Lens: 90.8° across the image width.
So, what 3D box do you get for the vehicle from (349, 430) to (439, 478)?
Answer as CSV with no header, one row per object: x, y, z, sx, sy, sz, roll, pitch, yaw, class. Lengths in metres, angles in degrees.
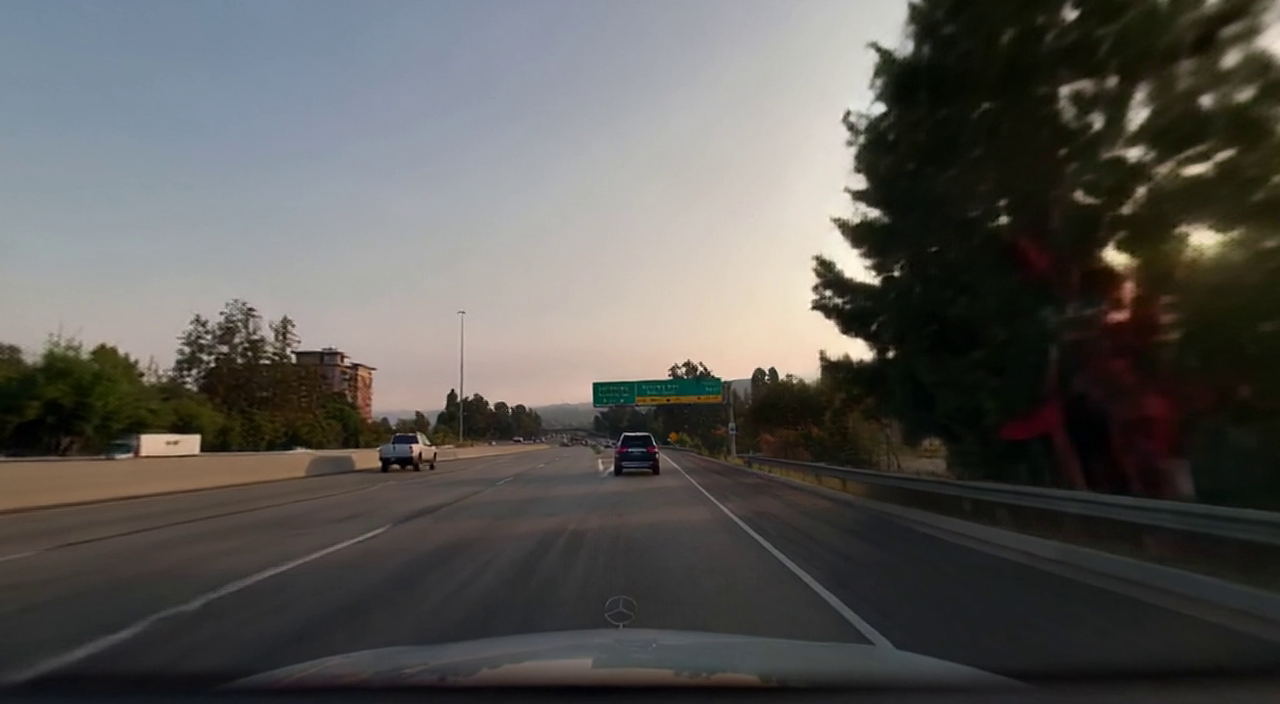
-11.069,4.641,28.921,2.289,1.955,5.147,0,-9,-3,vehicle

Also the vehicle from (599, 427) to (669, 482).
-0.246,4.100,25.544,2.497,1.957,5.432,0,-9,0,vehicle
